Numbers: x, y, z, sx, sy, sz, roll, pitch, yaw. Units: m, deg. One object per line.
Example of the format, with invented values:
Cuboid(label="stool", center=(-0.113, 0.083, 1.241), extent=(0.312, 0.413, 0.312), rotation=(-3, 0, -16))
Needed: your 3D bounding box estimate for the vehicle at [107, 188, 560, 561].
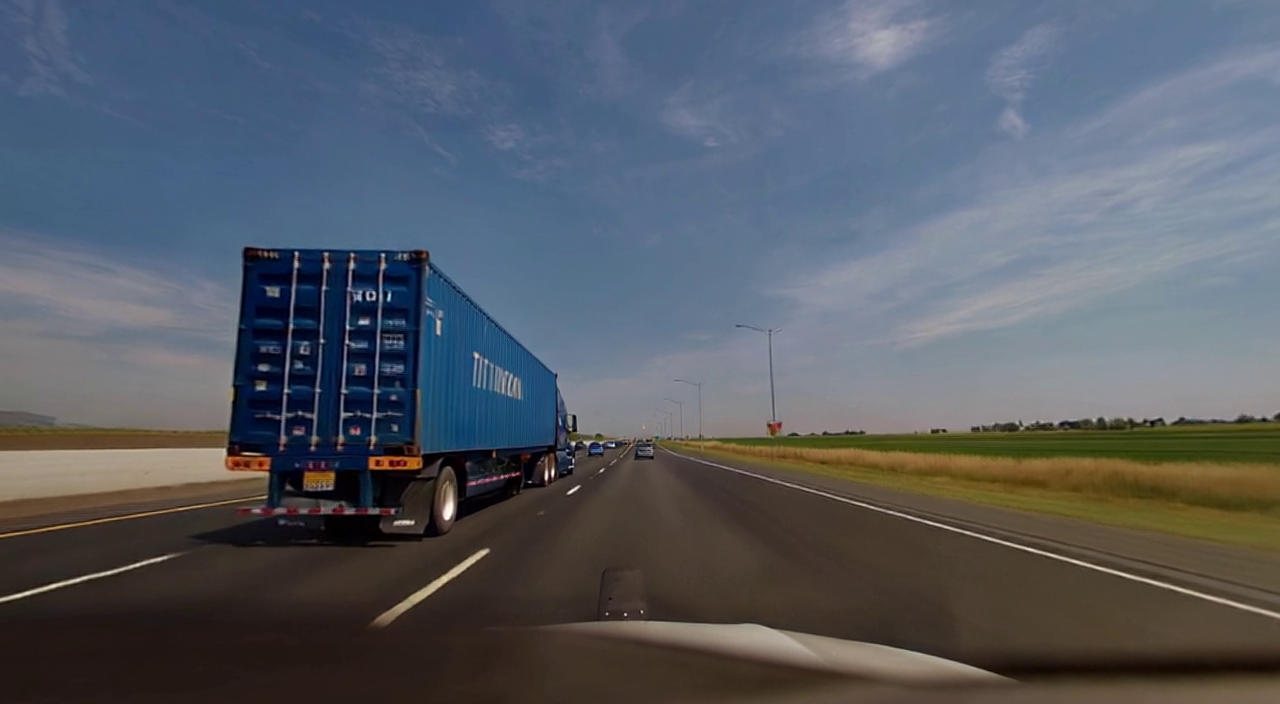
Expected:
Cuboid(label="vehicle", center=(-4.044, 1.135, 13.430), extent=(2.840, 4.032, 13.388), rotation=(0, -8, 1))

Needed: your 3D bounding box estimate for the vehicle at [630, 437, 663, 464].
Cuboid(label="vehicle", center=(0.422, 6.644, 42.843), extent=(2.136, 1.718, 4.157), rotation=(0, -8, 0))
